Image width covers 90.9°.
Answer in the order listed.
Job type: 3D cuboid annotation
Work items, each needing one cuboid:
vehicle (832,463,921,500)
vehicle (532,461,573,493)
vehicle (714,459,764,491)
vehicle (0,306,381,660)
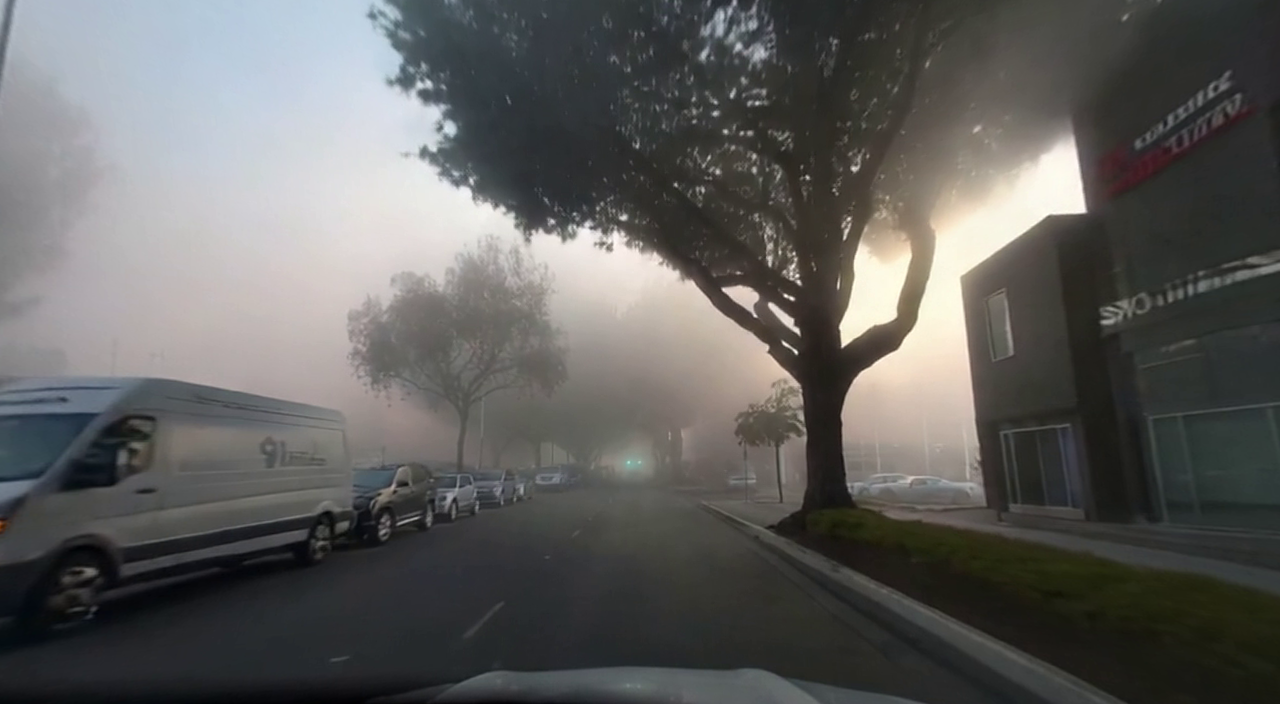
[{"bbox_3d":[10.327,5.738,27.975,1.926,1.469,4.654,1,-11,-3],"label":"vehicle"},{"bbox_3d":[-5.853,8.486,42.919,2.196,2.001,5.548,1,-11,-2],"label":"vehicle"},{"bbox_3d":[5.765,7.255,37.270,2.054,1.779,4.650,1,-11,-2],"label":"vehicle"},{"bbox_3d":[-5.649,1.434,7.558,2.526,2.655,5.480,0,-10,2],"label":"vehicle"}]
